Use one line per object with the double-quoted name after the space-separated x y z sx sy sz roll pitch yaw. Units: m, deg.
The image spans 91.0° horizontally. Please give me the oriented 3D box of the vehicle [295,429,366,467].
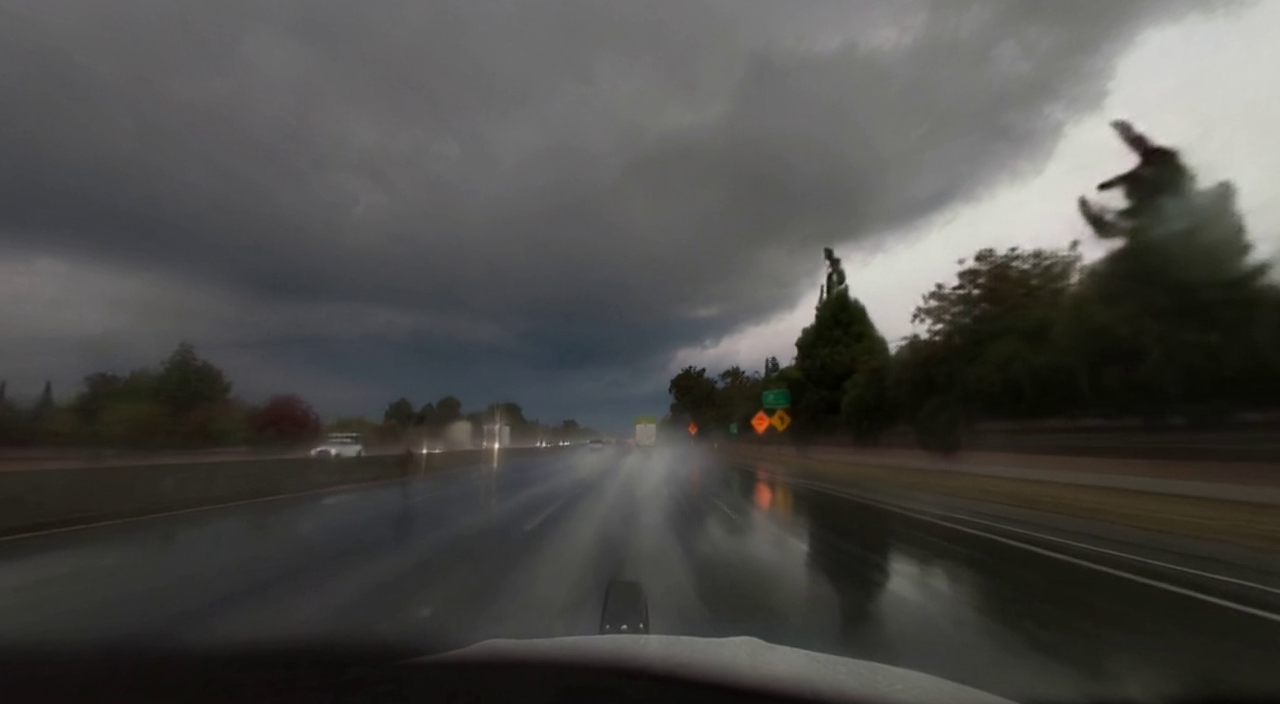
-23.936 7.416 48.990 2.523 2.744 5.403 0 -8 2 "vehicle"
